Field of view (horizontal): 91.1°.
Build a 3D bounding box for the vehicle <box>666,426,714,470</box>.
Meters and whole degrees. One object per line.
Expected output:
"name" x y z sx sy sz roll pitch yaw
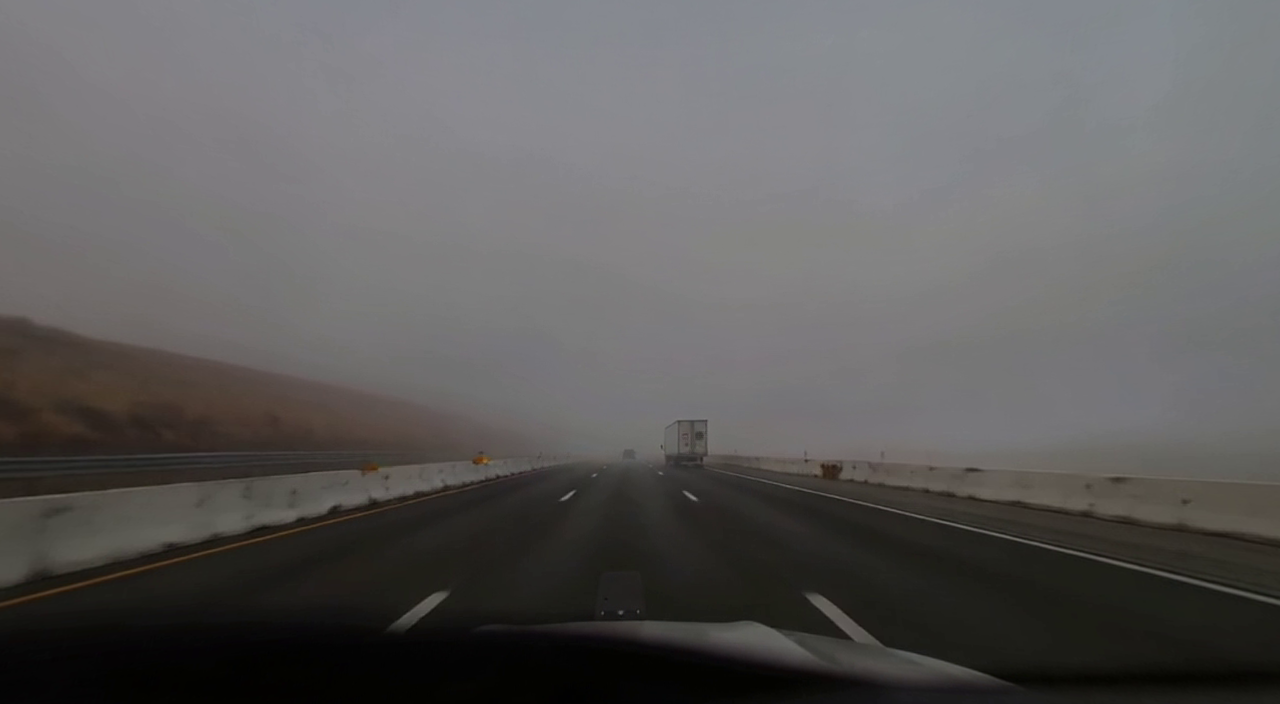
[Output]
"vehicle" 3.199 6.312 41.322 2.527 2.682 4.082 0 -9 -4
